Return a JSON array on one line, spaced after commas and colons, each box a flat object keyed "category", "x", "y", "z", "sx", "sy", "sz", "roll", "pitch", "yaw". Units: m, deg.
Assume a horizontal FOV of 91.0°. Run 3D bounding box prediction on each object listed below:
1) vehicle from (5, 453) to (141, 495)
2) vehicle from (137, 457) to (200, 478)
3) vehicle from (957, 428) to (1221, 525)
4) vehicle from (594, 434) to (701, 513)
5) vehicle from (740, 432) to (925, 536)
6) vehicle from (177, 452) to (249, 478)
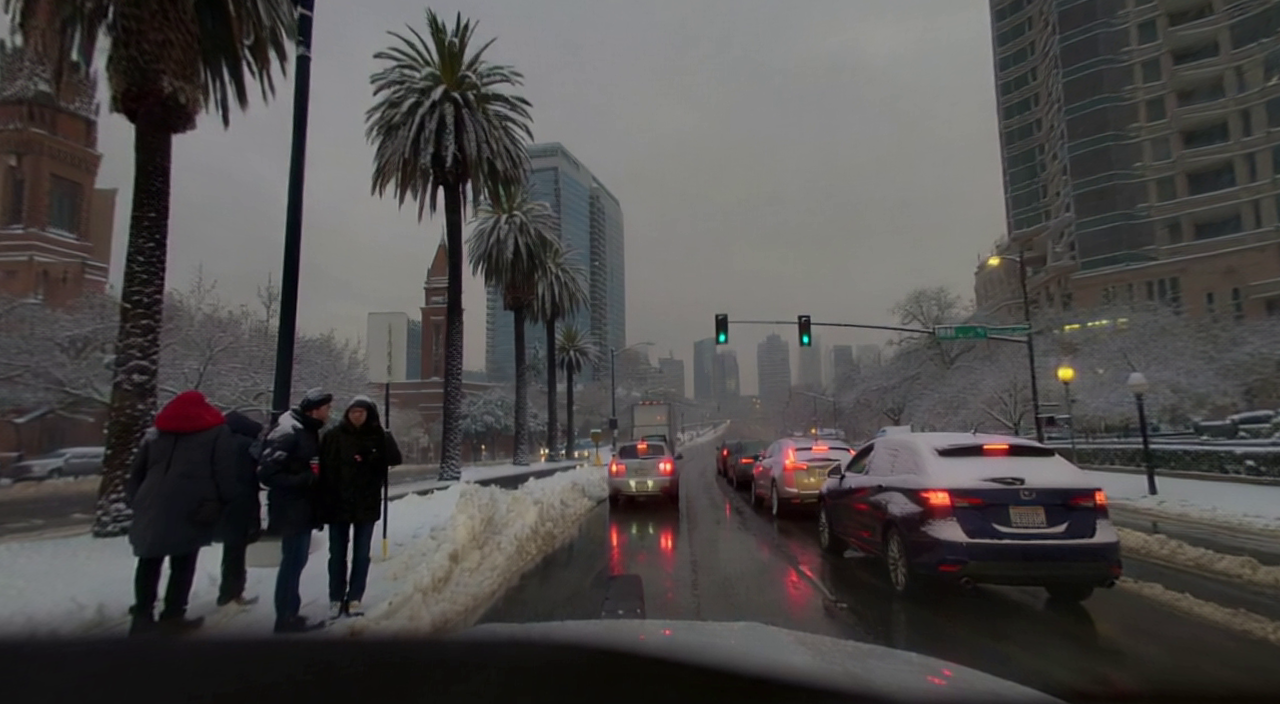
[{"category": "vehicle", "x": -26.698, "y": 5.715, "z": 29.922, "sx": 2.105, "sy": 1.793, "sz": 4.812, "roll": 0, "pitch": -9, "yaw": -3}, {"category": "vehicle", "x": -36.849, "y": 9.004, "z": 49.307, "sx": 1.700, "sy": 1.527, "sz": 4.445, "roll": 1, "pitch": -9, "yaw": -4}, {"category": "vehicle", "x": 8.177, "y": 2.283, "z": 12.096, "sx": 1.859, "sy": 1.508, "sz": 4.259, "roll": 0, "pitch": -9, "yaw": -1}, {"category": "vehicle", "x": 0.171, "y": 2.617, "z": 14.013, "sx": 2.048, "sy": 1.503, "sz": 3.681, "roll": 0, "pitch": -9, "yaw": 1}, {"category": "vehicle", "x": 3.119, "y": 2.236, "z": 11.287, "sx": 1.913, "sy": 1.469, "sz": 4.425, "roll": 0, "pitch": -9, "yaw": 0}, {"category": "vehicle", "x": -30.729, "y": 8.102, "z": 45.471, "sx": 1.946, "sy": 1.696, "sz": 4.595, "roll": 0, "pitch": -8, "yaw": -1}]
